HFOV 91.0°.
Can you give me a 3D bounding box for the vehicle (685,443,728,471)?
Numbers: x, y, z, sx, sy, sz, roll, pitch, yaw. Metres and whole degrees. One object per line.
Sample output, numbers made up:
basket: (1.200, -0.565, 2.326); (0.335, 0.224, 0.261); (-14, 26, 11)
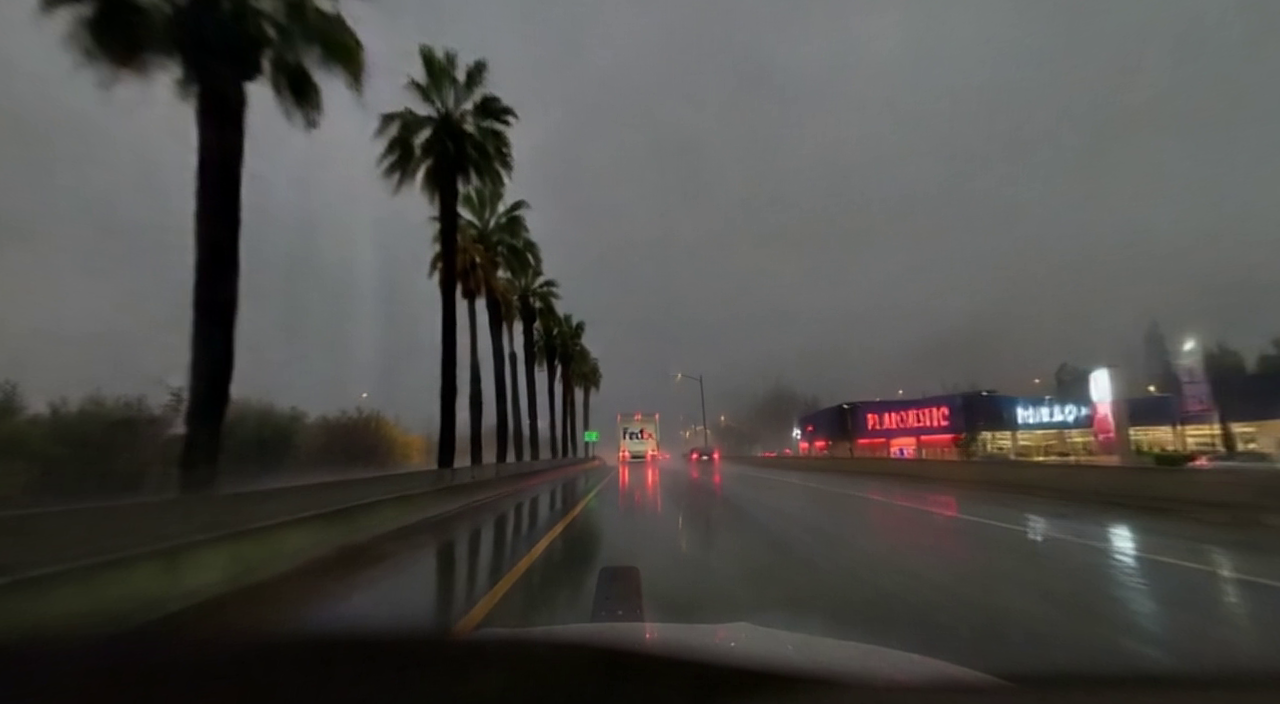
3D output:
vehicle: (3.840, 6.147, 37.031); (1.966, 1.558, 4.238); (0, -9, -2)
